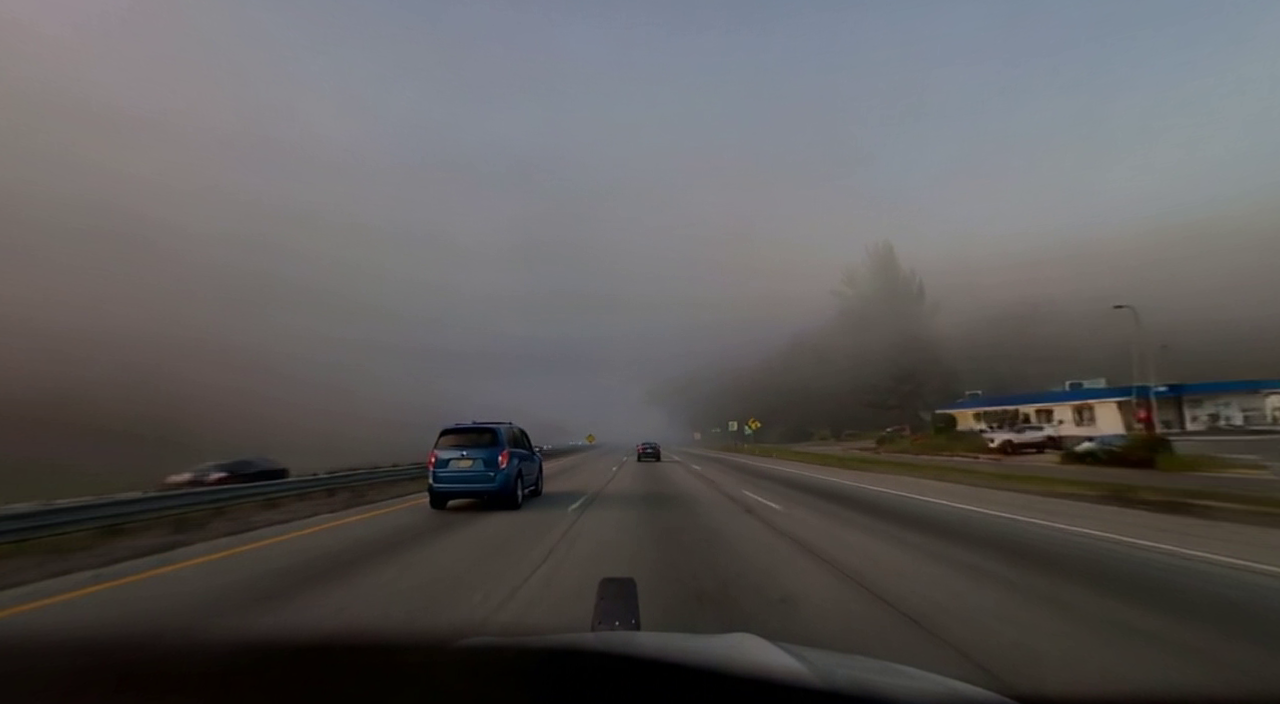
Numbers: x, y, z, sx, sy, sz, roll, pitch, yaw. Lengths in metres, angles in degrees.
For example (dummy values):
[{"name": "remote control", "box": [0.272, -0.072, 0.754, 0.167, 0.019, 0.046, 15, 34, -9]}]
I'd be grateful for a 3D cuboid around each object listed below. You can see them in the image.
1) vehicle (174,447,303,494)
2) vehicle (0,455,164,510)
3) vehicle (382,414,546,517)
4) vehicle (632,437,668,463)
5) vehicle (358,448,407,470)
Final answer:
[{"name": "vehicle", "box": [-15.711, 4.616, 24.977, 2.296, 1.613, 4.295, 0, -8, -1]}, {"name": "vehicle", "box": [-19.491, 4.508, 22.218, 1.803, 1.546, 4.649, 0, -8, -1]}, {"name": "vehicle", "box": [-3.343, 2.231, 13.013, 2.061, 1.732, 4.457, 0, -8, 0]}, {"name": "vehicle", "box": [0.553, 6.291, 40.702, 2.151, 1.550, 4.694, 0, -8, -1]}, {"name": "vehicle", "box": [-19.466, 8.100, 47.757, 2.015, 1.482, 4.116, 0, -8, -1]}]
